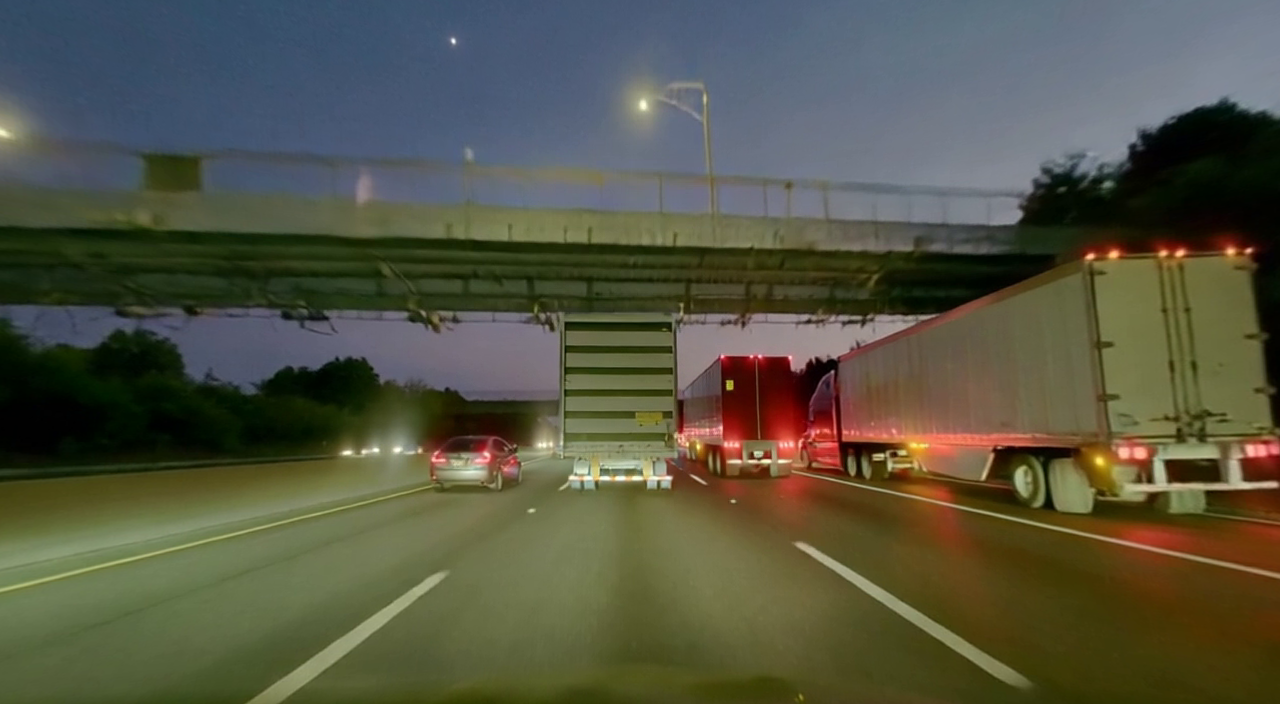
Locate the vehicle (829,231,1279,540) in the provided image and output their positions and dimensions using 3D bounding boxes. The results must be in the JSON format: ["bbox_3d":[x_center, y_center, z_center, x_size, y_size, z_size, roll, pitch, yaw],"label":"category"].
[{"bbox_3d":[8.110,1.255,14.878,3.000,4.114,13.063,0,-8,-1],"label":"vehicle"}]

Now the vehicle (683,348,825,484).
[{"bbox_3d":[3.644,2.583,23.762,2.817,3.886,11.491,0,-8,-2],"label":"vehicle"}]

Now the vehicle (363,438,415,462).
[{"bbox_3d":[-16.201,6.330,40.892,1.684,1.451,4.061,0,-8,0],"label":"vehicle"}]

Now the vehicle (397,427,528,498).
[{"bbox_3d":[-4.095,2.595,15.243,2.049,1.483,3.786,0,-8,0],"label":"vehicle"}]

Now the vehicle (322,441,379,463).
[{"bbox_3d":[-20.895,7.191,45.690,1.884,1.460,4.801,0,-8,-1],"label":"vehicle"}]

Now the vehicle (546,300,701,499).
[{"bbox_3d":[-0.508,1.647,18.183,3.090,4.065,10.702,0,-8,-2],"label":"vehicle"}]
